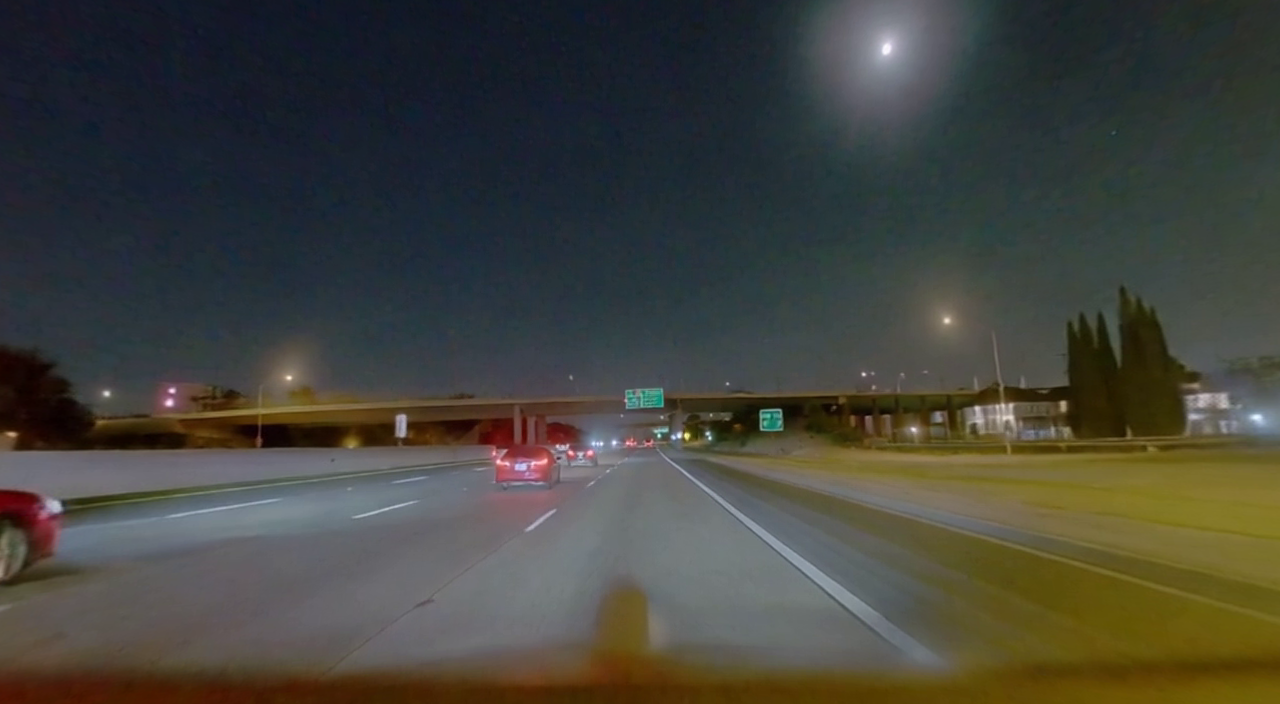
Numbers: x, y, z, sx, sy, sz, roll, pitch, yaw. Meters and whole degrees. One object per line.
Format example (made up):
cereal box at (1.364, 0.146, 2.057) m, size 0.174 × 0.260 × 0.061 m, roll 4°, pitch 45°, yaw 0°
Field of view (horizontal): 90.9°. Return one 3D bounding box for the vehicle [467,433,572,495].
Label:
vehicle at (-3.463, 3.327, 19.153) m, size 2.210 × 1.628 × 4.586 m, roll 0°, pitch -9°, yaw 1°

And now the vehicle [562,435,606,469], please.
vehicle at (-3.190, 5.826, 36.921) m, size 2.080 × 1.811 × 4.644 m, roll 0°, pitch -9°, yaw 1°
